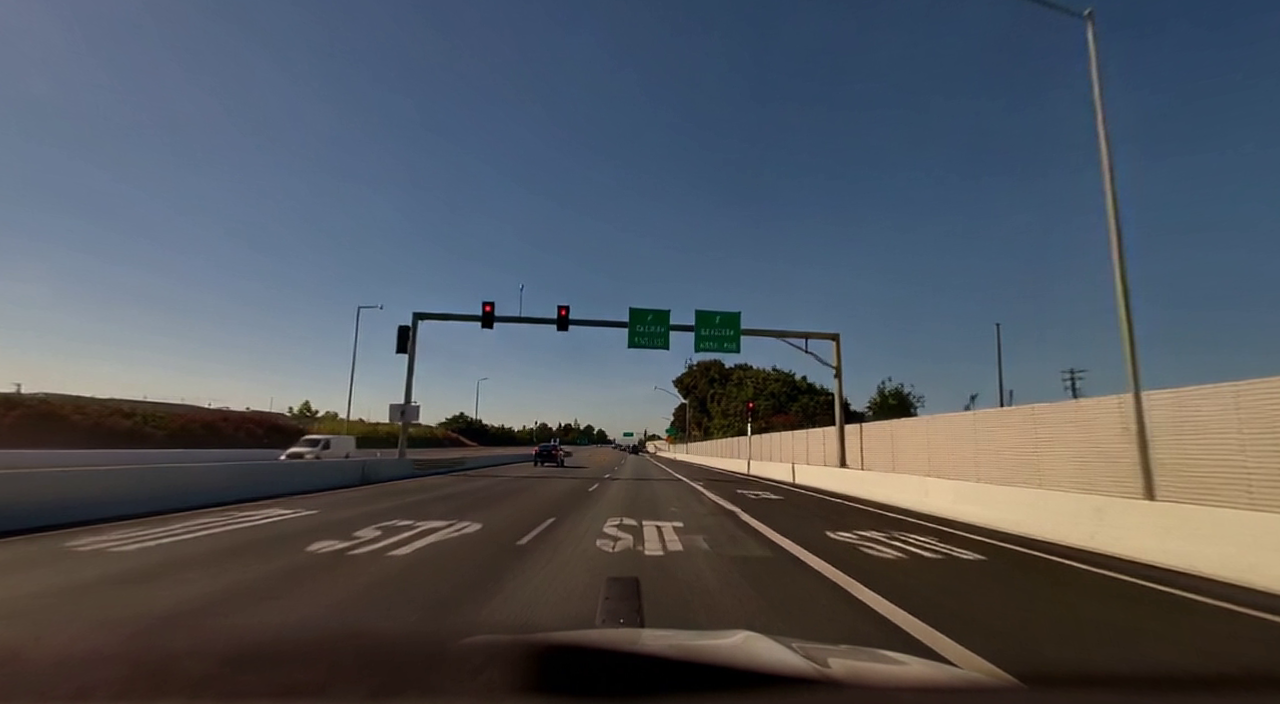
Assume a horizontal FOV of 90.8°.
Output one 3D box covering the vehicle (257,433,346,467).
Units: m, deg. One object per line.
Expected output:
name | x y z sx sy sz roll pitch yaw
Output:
vehicle | -16.497 4.800 31.073 1.934 1.523 4.545 0 -9 -1

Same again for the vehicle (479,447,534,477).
vehicle | -7.033 5.840 33.734 2.012 1.456 4.309 0 -9 0
